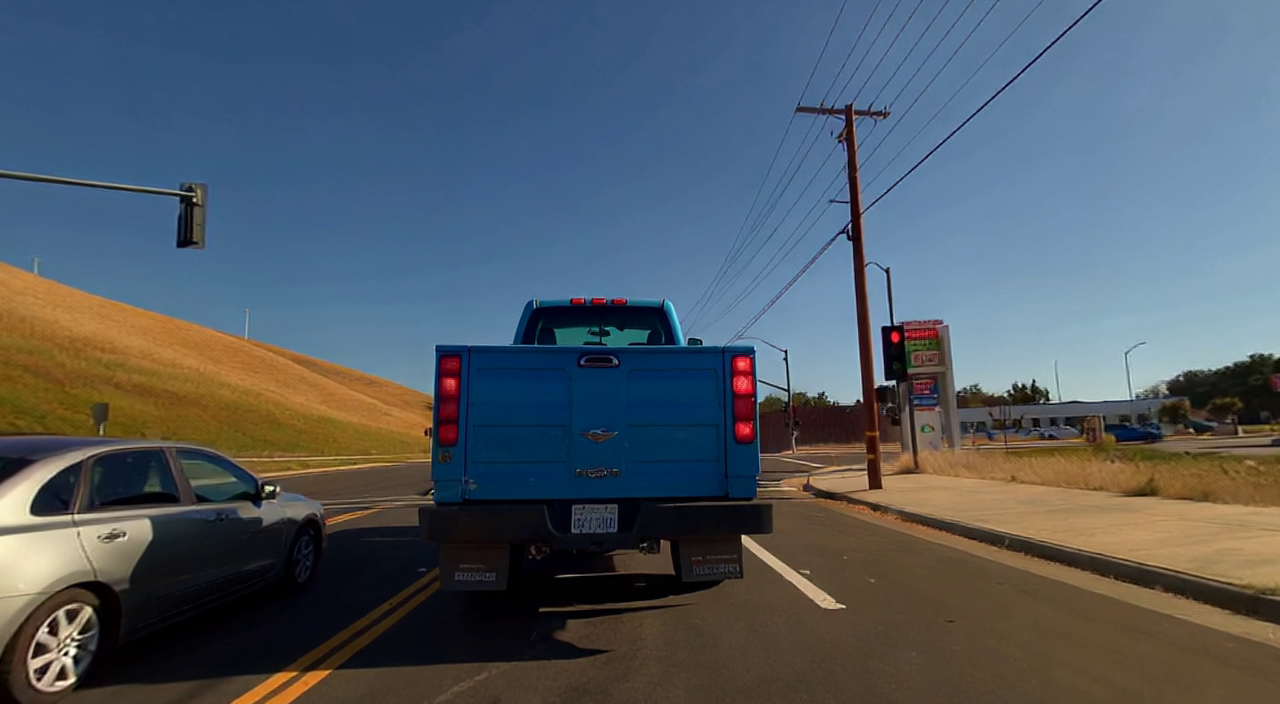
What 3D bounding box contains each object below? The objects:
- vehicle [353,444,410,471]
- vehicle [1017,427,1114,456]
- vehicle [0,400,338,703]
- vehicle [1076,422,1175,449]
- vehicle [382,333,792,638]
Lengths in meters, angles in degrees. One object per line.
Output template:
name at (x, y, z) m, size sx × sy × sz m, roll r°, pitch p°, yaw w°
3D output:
vehicle at (-17.121, 7.014, 41.920) m, size 2.133 × 1.690 × 4.331 m, roll 0°, pitch -9°, yaw -3°
vehicle at (25.562, 5.398, 37.938) m, size 4.419 × 1.496 × 1.854 m, roll -2°, pitch -9°, yaw 1°
vehicle at (-3.959, 1.190, 3.988) m, size 2.017 × 1.555 × 4.150 m, roll -1°, pitch -9°, yaw 0°
vehicle at (33.509, 5.813, 43.557) m, size 2.012 × 1.757 × 5.021 m, roll 7°, pitch -11°, yaw -39°
vehicle at (-0.422, 1.325, 7.216) m, size 2.859 × 2.144 × 5.406 m, roll 0°, pitch -9°, yaw -1°
